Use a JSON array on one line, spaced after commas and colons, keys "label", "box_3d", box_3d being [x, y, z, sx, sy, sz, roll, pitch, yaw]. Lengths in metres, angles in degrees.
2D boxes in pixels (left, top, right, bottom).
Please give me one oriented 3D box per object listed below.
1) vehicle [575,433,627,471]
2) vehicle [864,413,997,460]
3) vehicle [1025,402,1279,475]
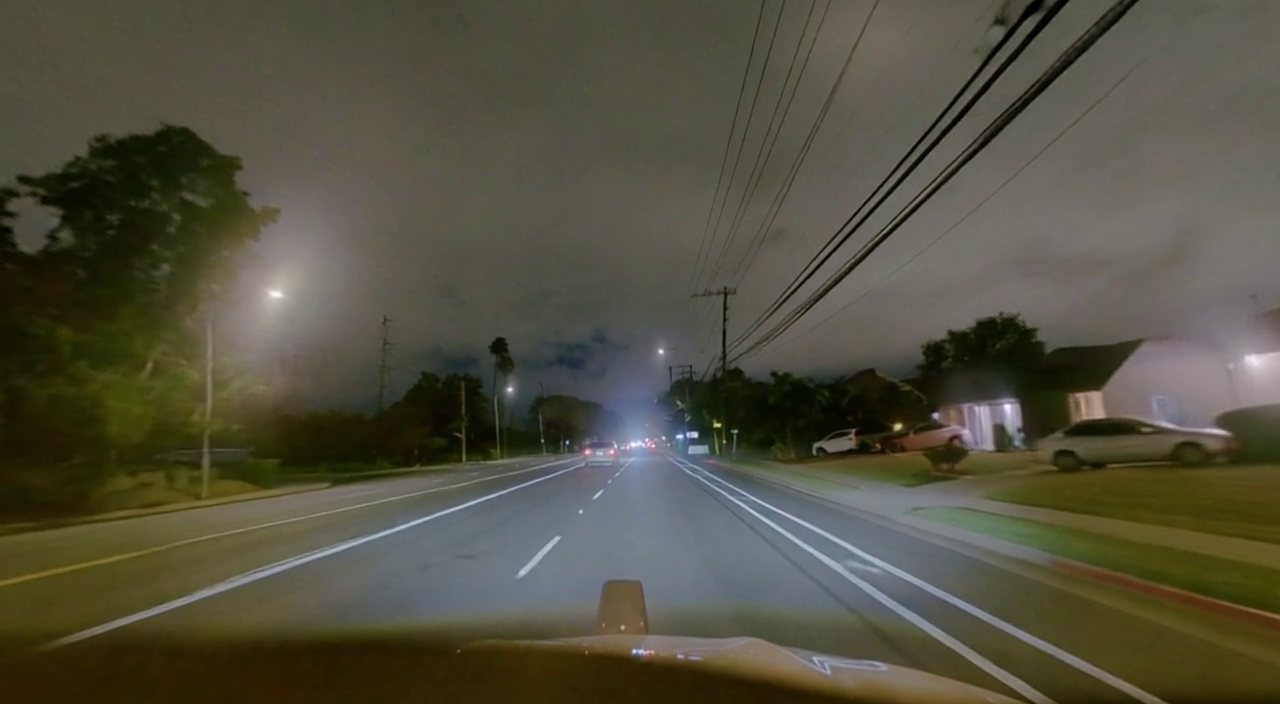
[{"label": "vehicle", "box_3d": [-1.971, 5.320, 33.817, 2.327, 1.861, 4.941, 0, -9, 2]}, {"label": "vehicle", "box_3d": [12.497, 3.683, 27.317, 4.719, 1.553, 1.889, -5, -8, 0]}, {"label": "vehicle", "box_3d": [11.844, 2.046, 14.636, 2.212, 1.404, 4.283, 2, -10, -33]}]
